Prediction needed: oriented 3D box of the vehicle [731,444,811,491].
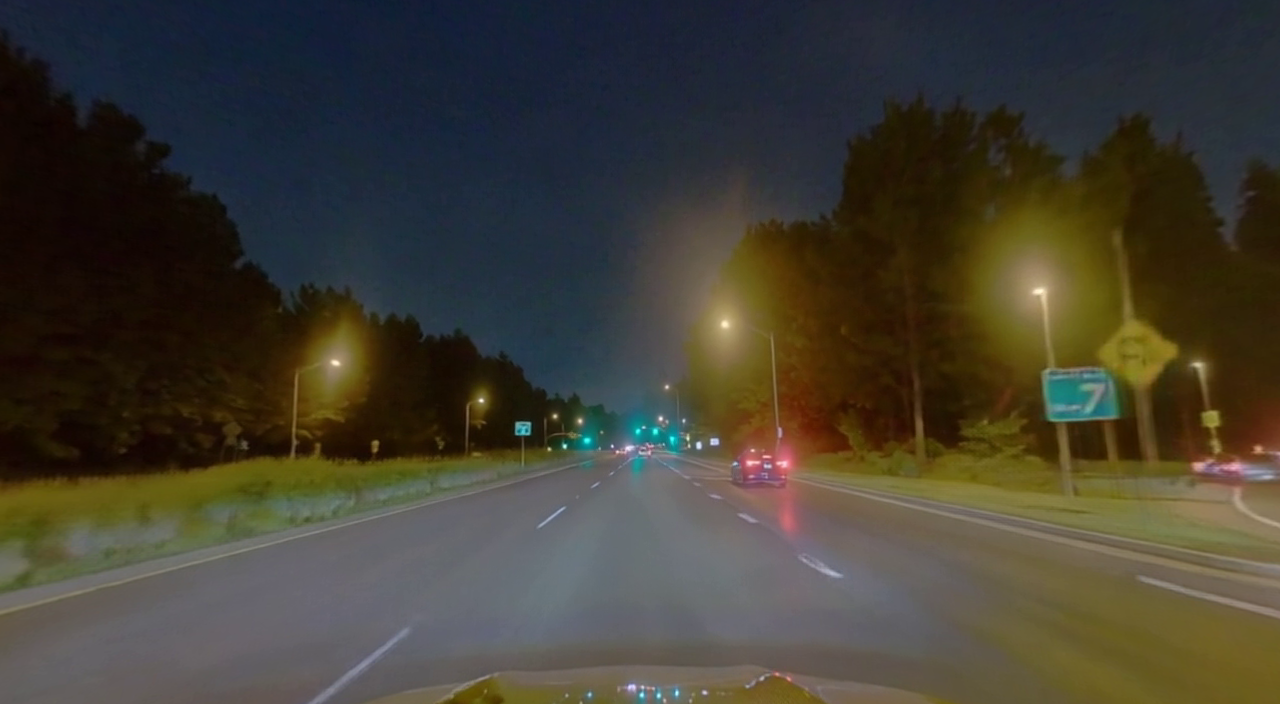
[{"bbox_3d":[4.628,4.131,22.836,1.913,1.516,4.322,0,-8,0],"label":"vehicle"}]
